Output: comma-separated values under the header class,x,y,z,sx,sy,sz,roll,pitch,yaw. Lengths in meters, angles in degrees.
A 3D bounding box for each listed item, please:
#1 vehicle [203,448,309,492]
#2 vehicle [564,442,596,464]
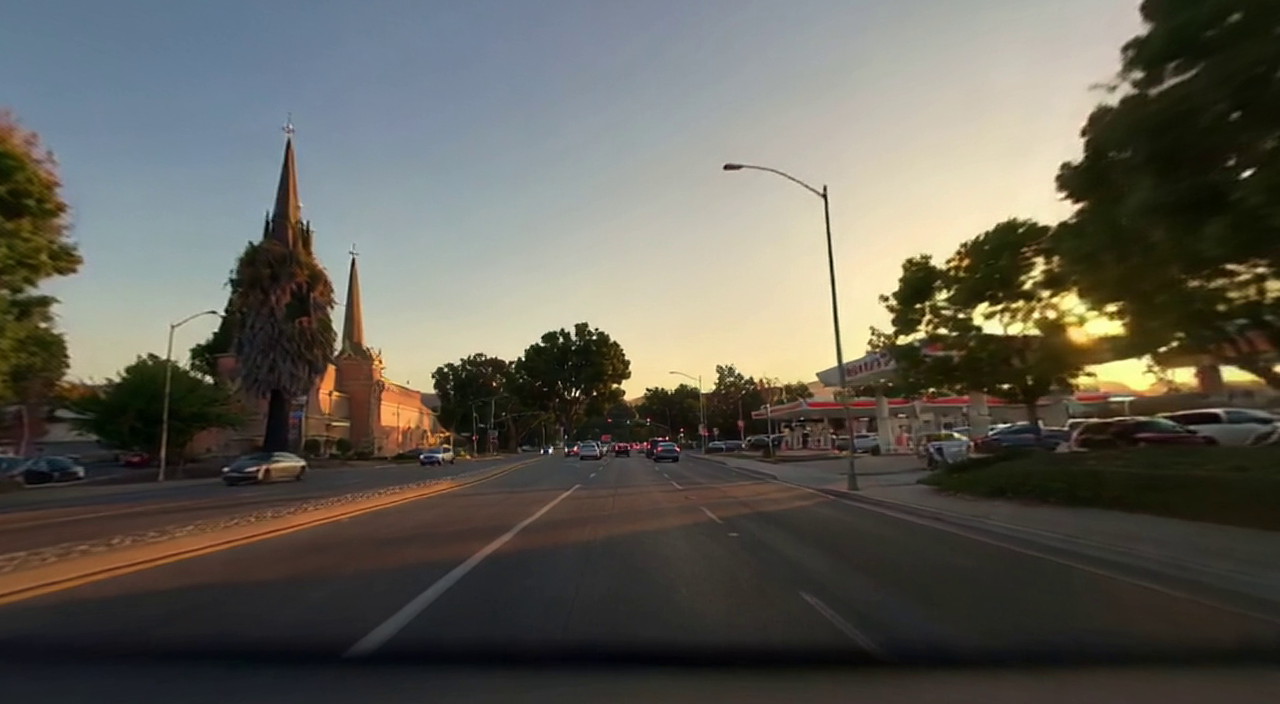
class,x,y,z,sx,sy,sz,roll,pitch,yaw
vehicle,-18.276,5.605,30.436,2.129,1.797,4.866,-4,-8,0
vehicle,-4.597,7.775,48.762,2.040,1.661,4.573,0,-8,0
